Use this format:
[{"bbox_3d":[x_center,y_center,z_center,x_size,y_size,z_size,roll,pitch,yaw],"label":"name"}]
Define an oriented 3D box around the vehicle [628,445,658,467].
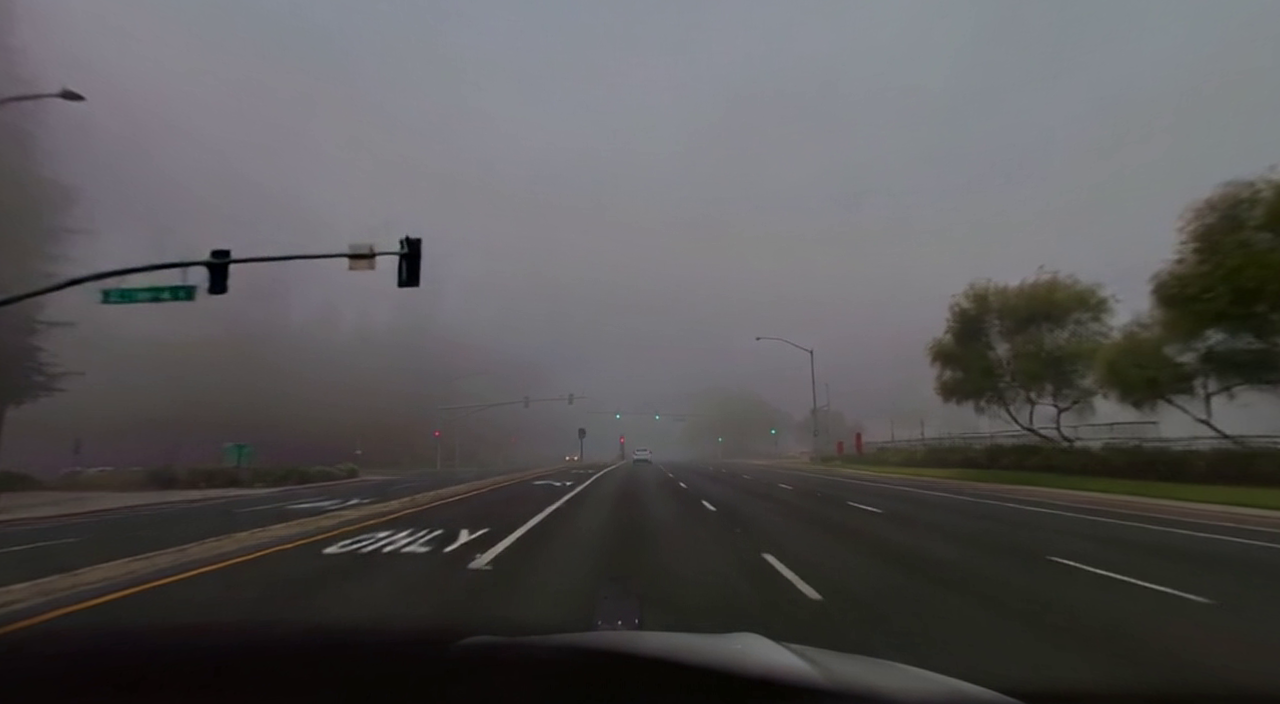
[{"bbox_3d":[0.244,7.392,45.100,2.064,1.477,3.968,0,-8,0],"label":"vehicle"}]
